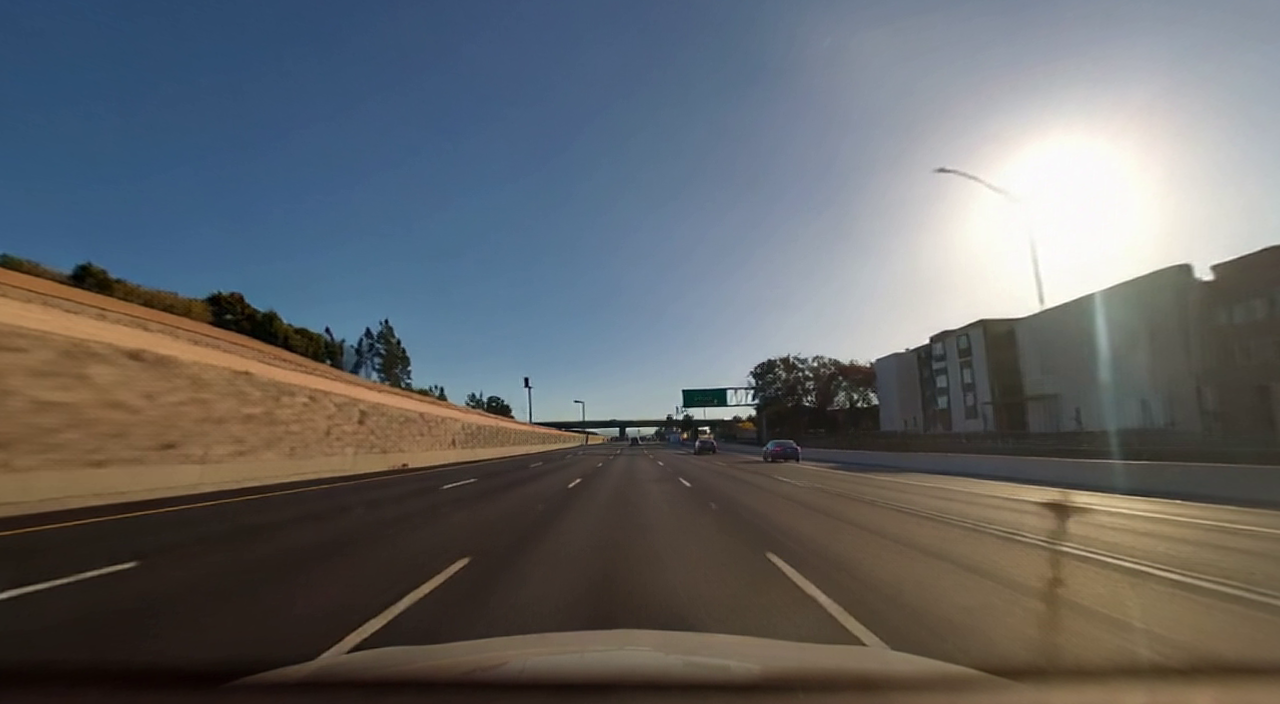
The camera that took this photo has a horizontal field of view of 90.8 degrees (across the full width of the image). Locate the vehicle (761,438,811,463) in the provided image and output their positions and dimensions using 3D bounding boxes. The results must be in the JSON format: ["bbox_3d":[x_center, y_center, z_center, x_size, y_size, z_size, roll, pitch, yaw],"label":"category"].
[{"bbox_3d":[10.495,7.125,45.869,2.165,1.636,5.175,0,-8,-2],"label":"vehicle"}]
